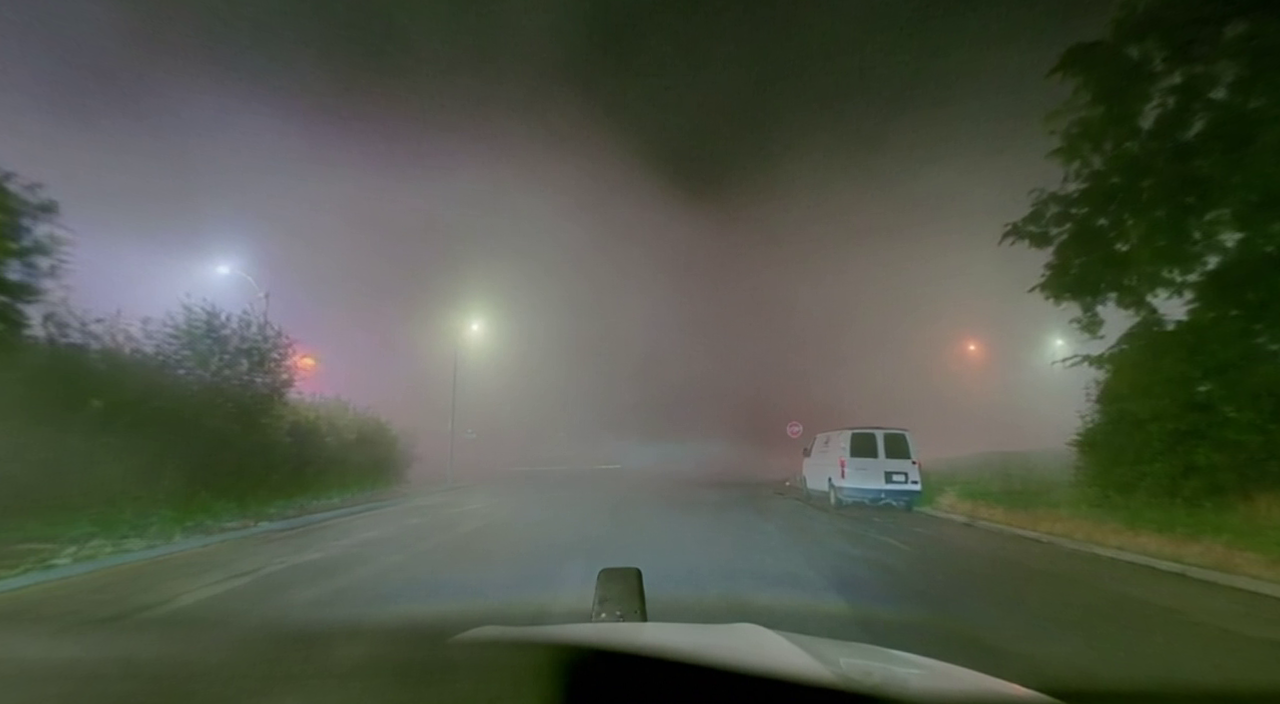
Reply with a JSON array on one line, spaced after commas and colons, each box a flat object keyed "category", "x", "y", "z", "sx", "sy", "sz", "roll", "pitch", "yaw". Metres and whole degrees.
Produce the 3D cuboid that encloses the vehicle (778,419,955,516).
[{"category": "vehicle", "x": 5.949, "y": 3.153, "z": 17.829, "sx": 2.659, "sy": 2.245, "sz": 5.991, "roll": 0, "pitch": -9, "yaw": -1}]
